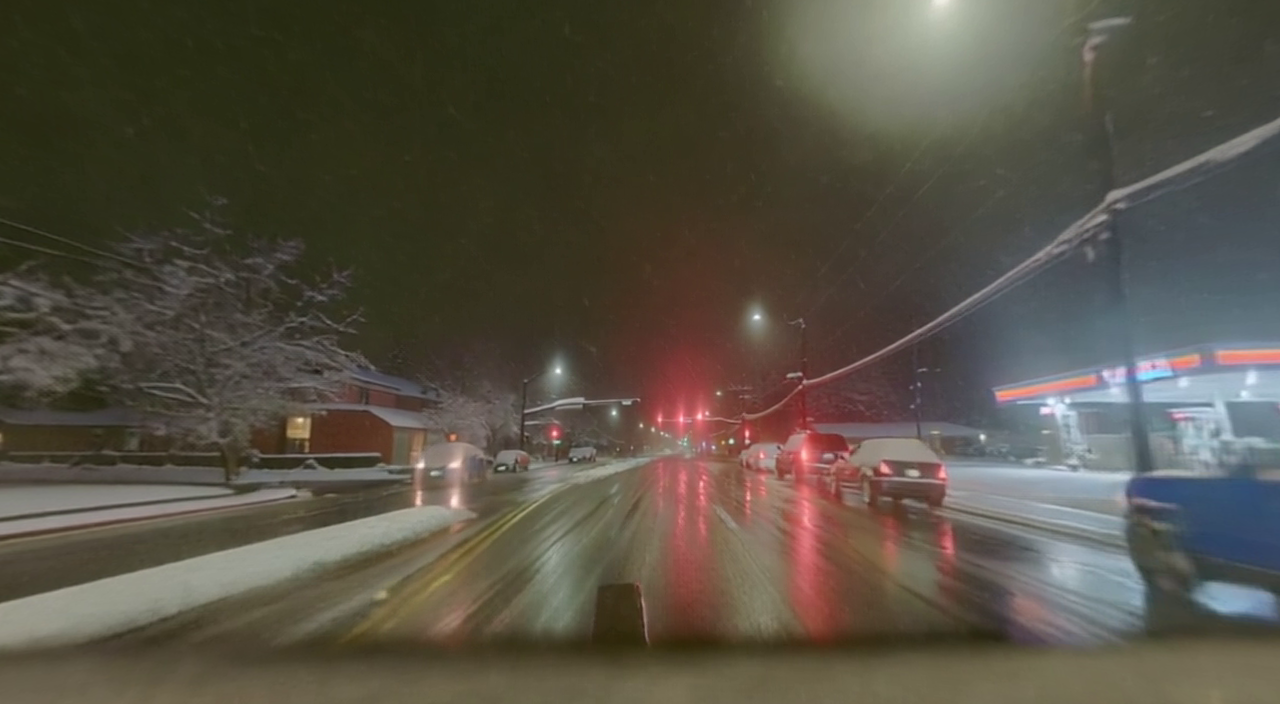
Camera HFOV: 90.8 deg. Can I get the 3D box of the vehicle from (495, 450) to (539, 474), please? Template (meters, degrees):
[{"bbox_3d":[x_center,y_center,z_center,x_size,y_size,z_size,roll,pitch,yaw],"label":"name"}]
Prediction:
[{"bbox_3d":[-8.851,7.957,45.847,1.954,1.652,4.440,-1,-9,5],"label":"vehicle"}]

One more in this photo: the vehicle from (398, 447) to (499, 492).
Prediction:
[{"bbox_3d":[-7.502,4.634,25.322,2.007,1.606,4.764,-1,-9,8],"label":"vehicle"}]

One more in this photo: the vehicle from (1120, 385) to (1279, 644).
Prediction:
[{"bbox_3d":[5.755,1.052,3.680,2.194,1.896,5.049,-1,-9,5],"label":"vehicle"}]

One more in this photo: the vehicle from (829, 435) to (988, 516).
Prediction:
[{"bbox_3d":[6.615,3.076,16.334,1.995,1.720,5.067,0,-9,2],"label":"vehicle"}]

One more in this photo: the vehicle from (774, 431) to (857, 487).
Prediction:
[{"bbox_3d":[7.310,4.541,27.070,2.181,2.103,6.044,-1,-9,4],"label":"vehicle"}]
